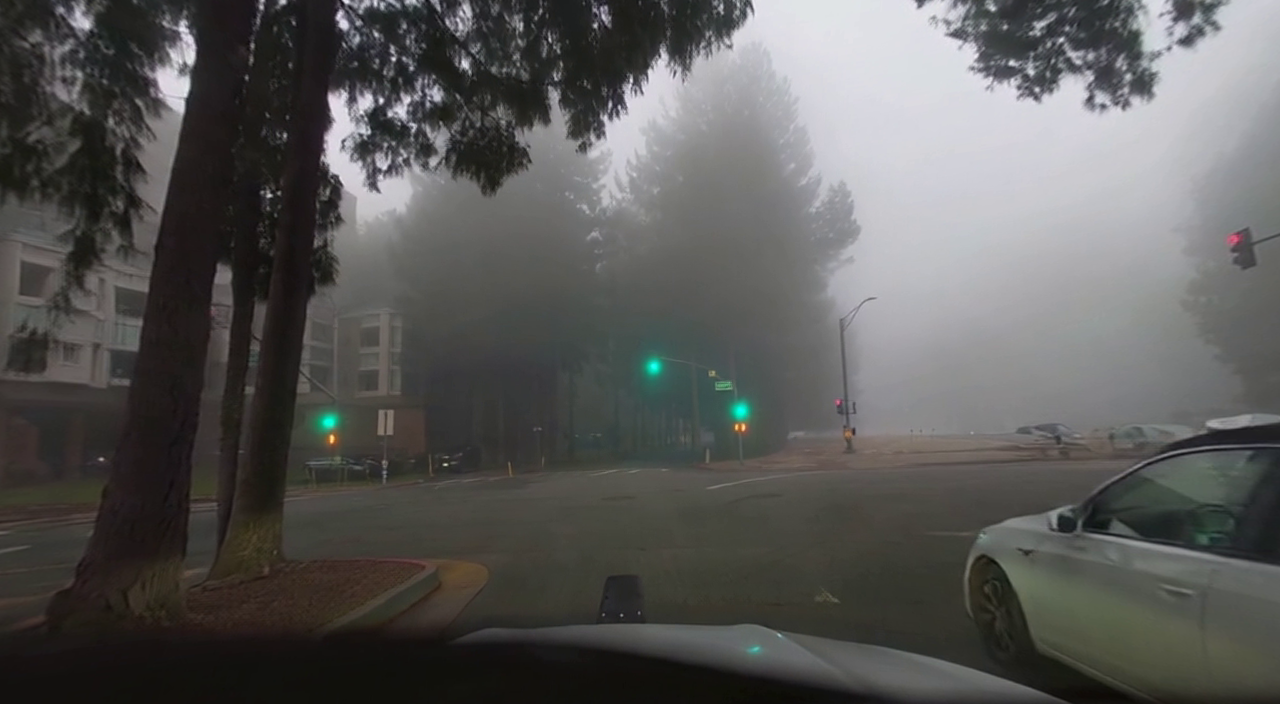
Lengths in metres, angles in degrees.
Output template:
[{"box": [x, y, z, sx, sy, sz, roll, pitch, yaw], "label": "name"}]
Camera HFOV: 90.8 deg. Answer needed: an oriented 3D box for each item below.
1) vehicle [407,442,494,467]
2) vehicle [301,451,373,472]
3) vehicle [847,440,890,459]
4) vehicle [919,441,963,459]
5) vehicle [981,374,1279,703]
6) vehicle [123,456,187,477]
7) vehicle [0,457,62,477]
[{"box": [-14.715, 7.978, 49.305, 6.021, 1.868, 2.172, 0, -9, 1], "label": "vehicle"}, {"box": [-21.778, 7.875, 45.570, 4.207, 1.508, 1.875, 0, -9, 2], "label": "vehicle"}, {"box": [17.999, 7.713, 49.870, 1.970, 1.449, 3.604, 0, -9, 0], "label": "vehicle"}, {"box": [23.680, 7.768, 49.877, 1.817, 1.361, 3.253, 0, -9, -1], "label": "vehicle"}, {"box": [3.304, 0.828, 2.158, 1.903, 1.529, 4.254, 0, -9, 0], "label": "vehicle"}, {"box": [-36.373, 8.583, 47.503, 1.709, 1.410, 3.945, 0, -9, -1], "label": "vehicle"}, {"box": [-46.228, 8.690, 47.864, 1.627, 1.392, 3.330, 0, -9, -1], "label": "vehicle"}]
